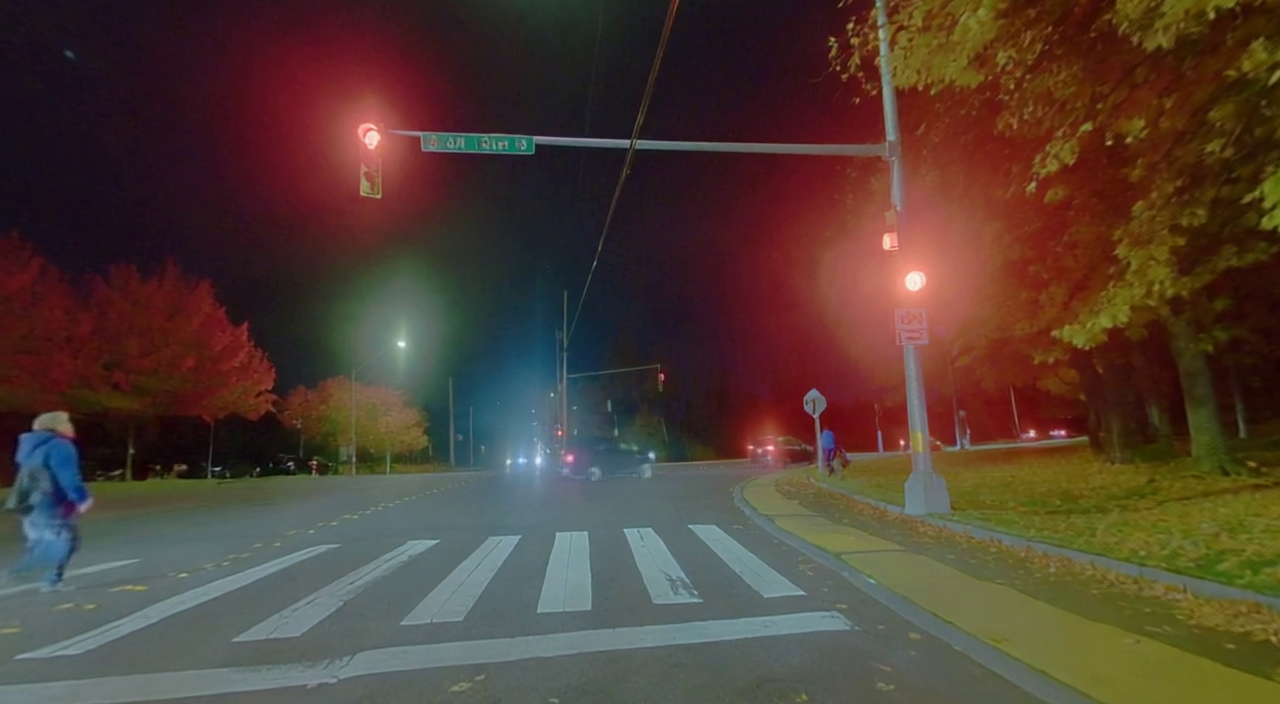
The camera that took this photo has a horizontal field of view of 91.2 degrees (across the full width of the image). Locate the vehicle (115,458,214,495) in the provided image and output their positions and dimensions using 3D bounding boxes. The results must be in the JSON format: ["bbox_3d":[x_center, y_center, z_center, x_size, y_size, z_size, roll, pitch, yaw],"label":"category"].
[{"bbox_3d":[-27.817,7.268,36.911,2.064,1.913,5.081,0,-9,-4],"label":"vehicle"}]

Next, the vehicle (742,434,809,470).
[{"bbox_3d":[7.821,5.736,35.945,1.942,1.920,4.263,-8,-11,39],"label":"vehicle"}]

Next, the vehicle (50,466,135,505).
[{"bbox_3d":[-25.414,6.157,29.264,1.694,1.528,4.225,3,-9,-23],"label":"vehicle"}]

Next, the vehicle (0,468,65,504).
[{"bbox_3d":[-30.319,6.453,30.350,1.800,1.520,3.968,2,-9,-14],"label":"vehicle"}]

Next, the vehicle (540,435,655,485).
[{"bbox_3d":[-1.636,4.388,25.832,2.036,1.849,4.811,-7,-11,37],"label":"vehicle"}]

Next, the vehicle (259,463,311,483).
[{"bbox_3d":[-28.119,9.586,49.753,1.776,1.452,3.920,0,-9,0],"label":"vehicle"}]

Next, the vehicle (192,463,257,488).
[{"bbox_3d":[-28.522,8.476,43.178,1.768,1.465,3.972,0,-9,-1],"label":"vehicle"}]
